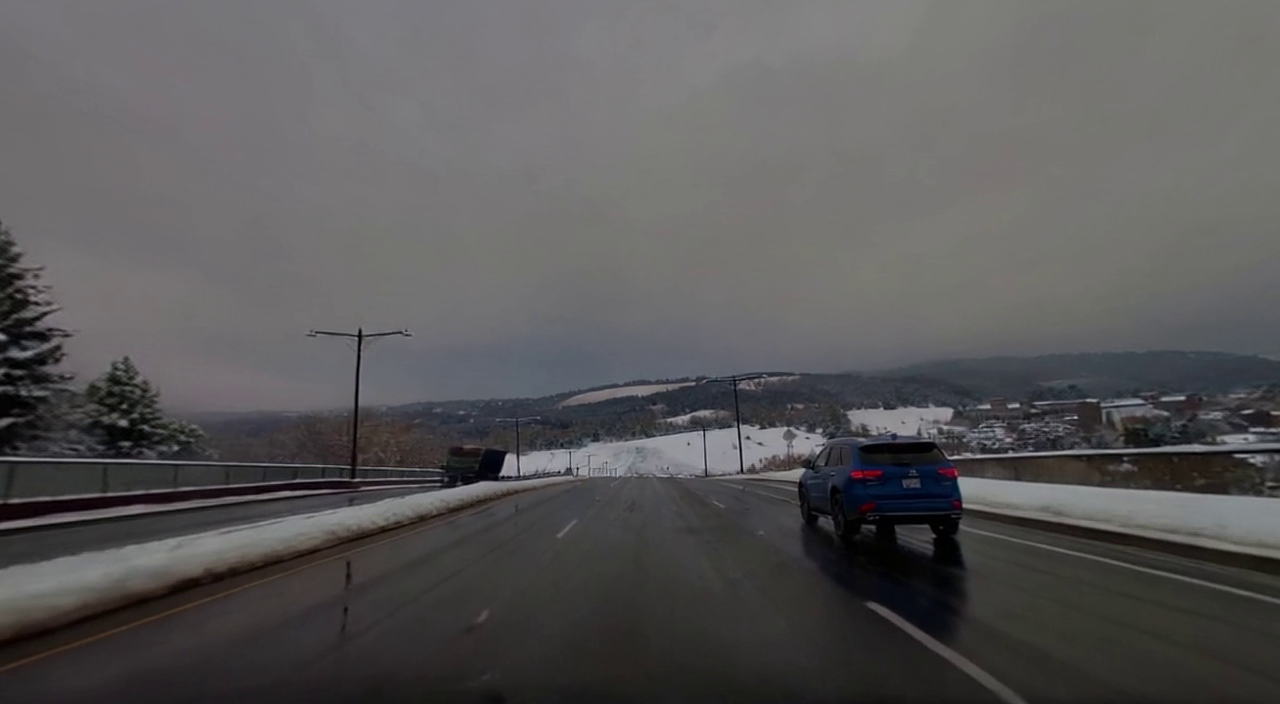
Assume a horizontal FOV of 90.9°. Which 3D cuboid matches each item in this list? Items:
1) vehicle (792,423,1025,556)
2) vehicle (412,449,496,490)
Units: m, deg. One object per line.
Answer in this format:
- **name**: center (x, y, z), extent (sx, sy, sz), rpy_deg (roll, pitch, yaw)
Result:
- **vehicle**: center (4.050, 2.140, 10.496), extent (1.989, 1.730, 4.324), rpy_deg (0, -9, 1)
- **vehicle**: center (-10.046, 6.386, 34.741), extent (2.597, 2.034, 6.006), rpy_deg (0, -9, 2)
